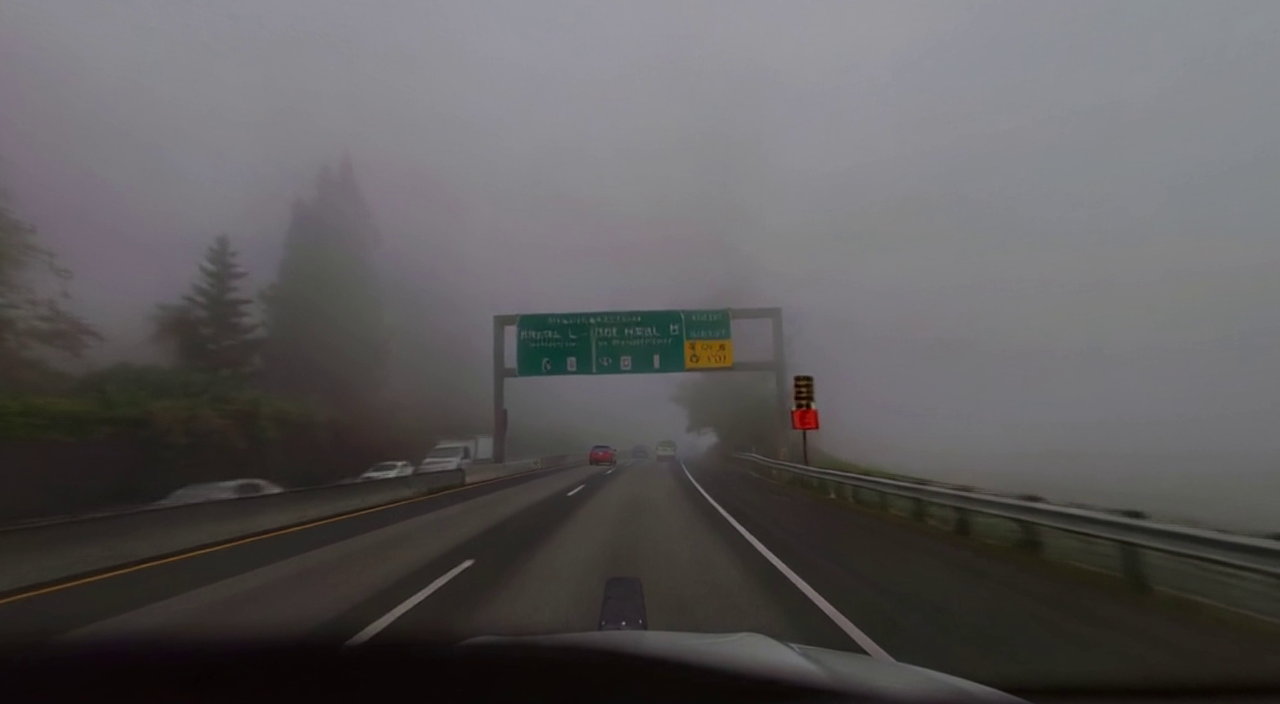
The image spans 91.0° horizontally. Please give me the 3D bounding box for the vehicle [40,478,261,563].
[{"bbox_3d":[-10.856,3.716,14.418,1.793,1.414,4.022,0,-8,1],"label":"vehicle"}]

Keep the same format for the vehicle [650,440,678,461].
[{"bbox_3d":[1.895,7.599,48.462,2.077,1.533,3.854,-1,-8,4],"label":"vehicle"}]

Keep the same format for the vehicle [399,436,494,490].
[{"bbox_3d":[-10.237,5.902,34.163,2.476,2.598,7.227,-1,-8,3],"label":"vehicle"}]

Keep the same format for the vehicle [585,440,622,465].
[{"bbox_3d":[-2.333,6.548,41.111,1.985,1.518,3.847,-1,-8,4],"label":"vehicle"}]

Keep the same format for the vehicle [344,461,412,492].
[{"bbox_3d":[-13.994,6.649,33.911,1.697,1.453,4.268,0,-8,3],"label":"vehicle"}]
